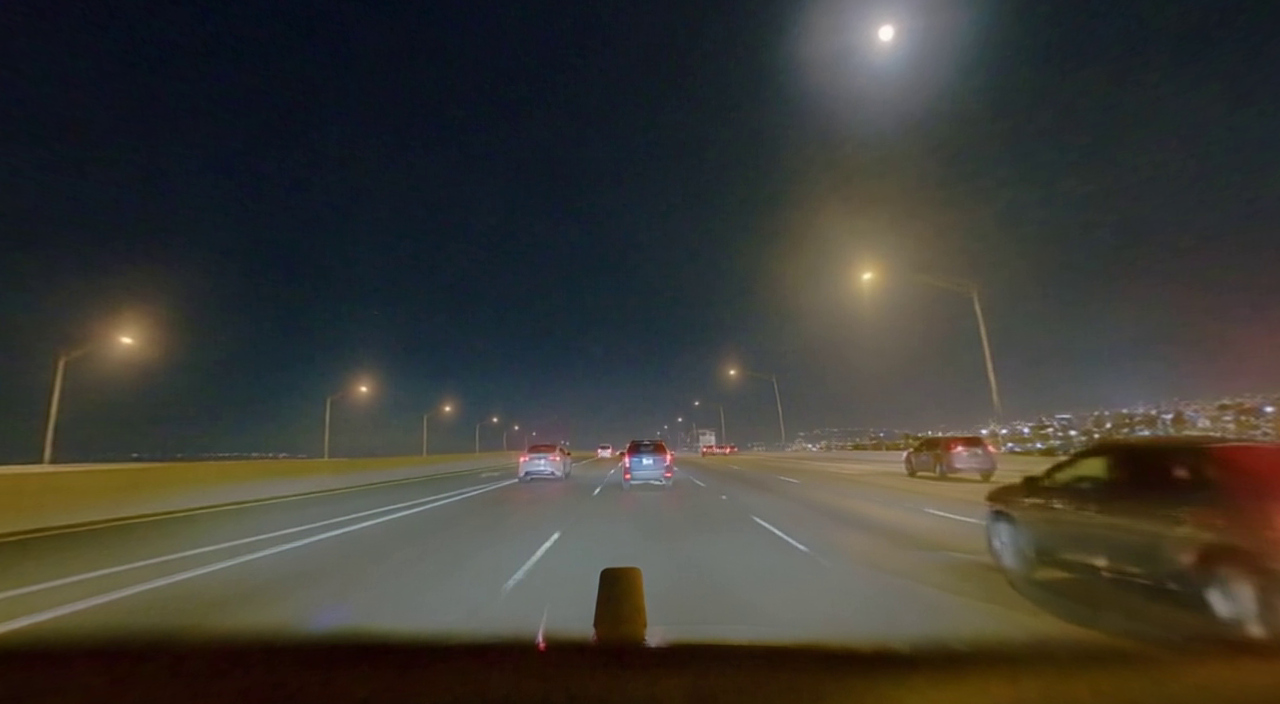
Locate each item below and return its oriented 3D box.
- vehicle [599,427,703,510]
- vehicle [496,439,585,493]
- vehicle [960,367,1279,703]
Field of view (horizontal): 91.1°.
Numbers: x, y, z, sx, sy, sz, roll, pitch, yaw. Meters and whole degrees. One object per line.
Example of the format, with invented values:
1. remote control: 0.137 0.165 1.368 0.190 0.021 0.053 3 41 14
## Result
1. vehicle: 0.206 2.659 14.739 2.099 1.640 4.134 0 -9 0
2. vehicle: -3.019 3.577 20.153 2.011 1.510 4.698 0 -9 1
3. vehicle: 4.075 0.991 3.599 2.210 1.625 4.249 0 -9 0
